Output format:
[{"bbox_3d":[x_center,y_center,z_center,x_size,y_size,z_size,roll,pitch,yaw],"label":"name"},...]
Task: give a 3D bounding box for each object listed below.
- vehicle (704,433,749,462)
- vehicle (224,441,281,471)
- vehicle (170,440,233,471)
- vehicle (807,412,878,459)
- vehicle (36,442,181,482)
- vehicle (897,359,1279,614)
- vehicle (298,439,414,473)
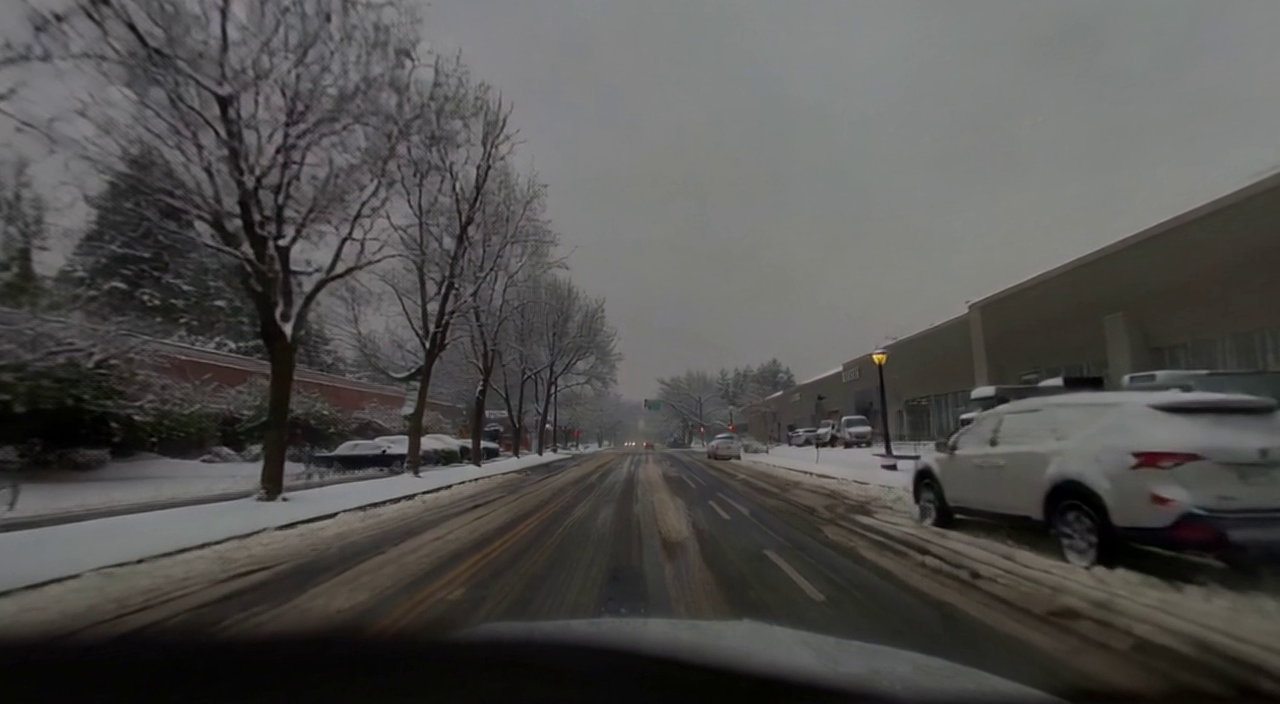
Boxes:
[{"bbox_3d":[5.980,6.705,44.376,2.338,1.942,5.267,0,-8,-1],"label":"vehicle"},{"bbox_3d":[-24.682,6.611,40.381,2.026,1.723,4.633,4,-8,-19],"label":"vehicle"},{"bbox_3d":[-27.483,6.472,39.708,2.026,1.723,4.322,3,-8,-19],"label":"vehicle"},{"bbox_3d":[13.140,5.530,41.466,2.935,2.889,5.499,-1,-9,2],"label":"vehicle"},{"bbox_3d":[-24.654,5.094,29.493,2.032,1.686,4.652,-3,-9,19],"label":"vehicle"},{"bbox_3d":[5.969,1.545,8.369,2.356,2.076,6.287,0,-8,-1],"label":"vehicle"},{"bbox_3d":[-14.706,5.417,32.942,4.954,1.614,2.227,0,-9,-5],"label":"vehicle"}]
